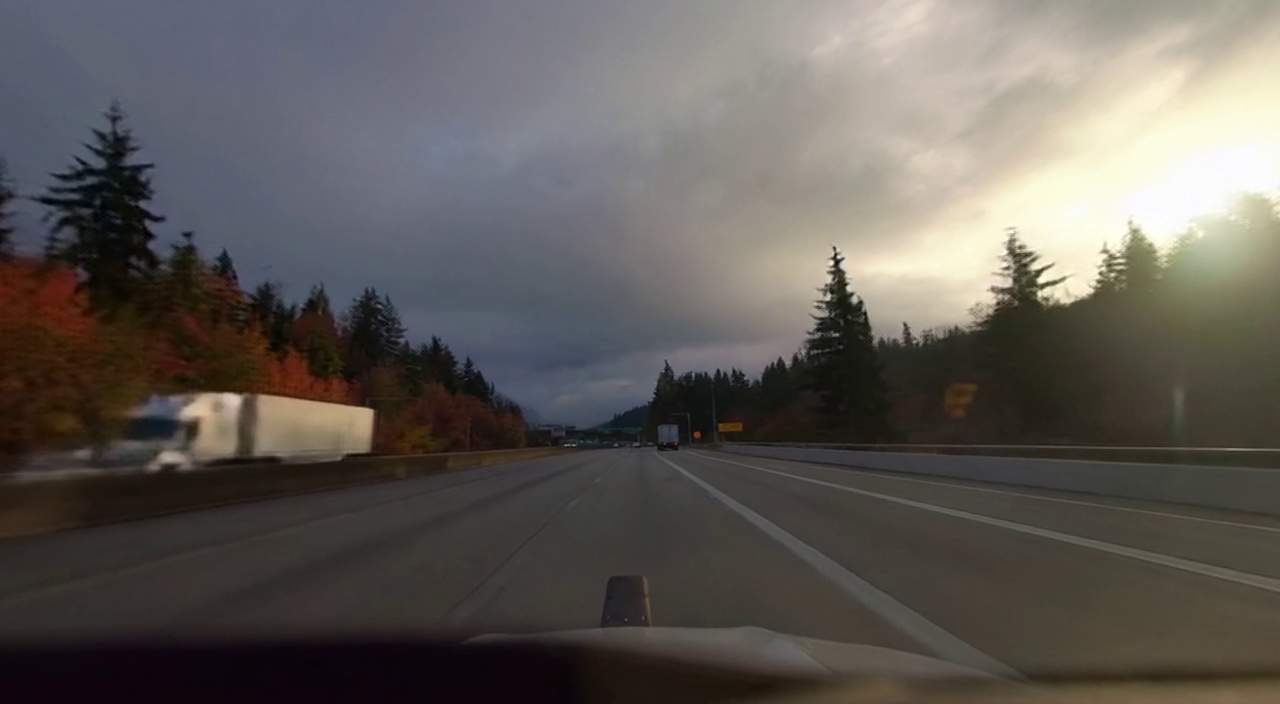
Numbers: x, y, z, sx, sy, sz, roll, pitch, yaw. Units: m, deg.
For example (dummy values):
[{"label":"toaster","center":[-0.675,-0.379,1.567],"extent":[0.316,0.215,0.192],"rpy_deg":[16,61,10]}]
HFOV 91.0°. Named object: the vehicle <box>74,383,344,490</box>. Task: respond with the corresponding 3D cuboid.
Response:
[{"label":"vehicle","center":[-19.309,4.106,30.203],"extent":[3.734,4.021,12.759],"rpy_deg":[0,-8,1]}]
